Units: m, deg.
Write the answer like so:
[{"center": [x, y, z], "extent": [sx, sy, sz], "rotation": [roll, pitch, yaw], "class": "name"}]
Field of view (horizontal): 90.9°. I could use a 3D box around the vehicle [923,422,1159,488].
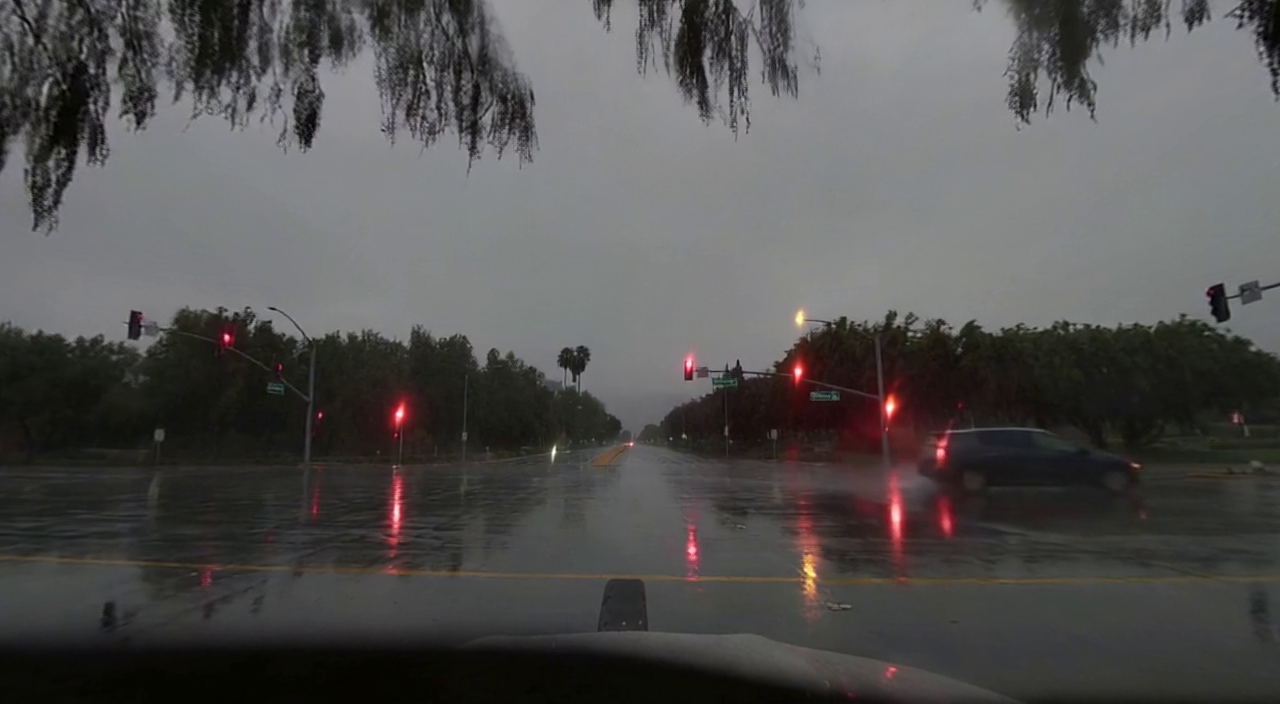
[{"center": [10.924, 2.844, 17.517], "extent": [5.155, 1.686, 1.937], "rotation": [-1, -8, 2], "class": "vehicle"}]
